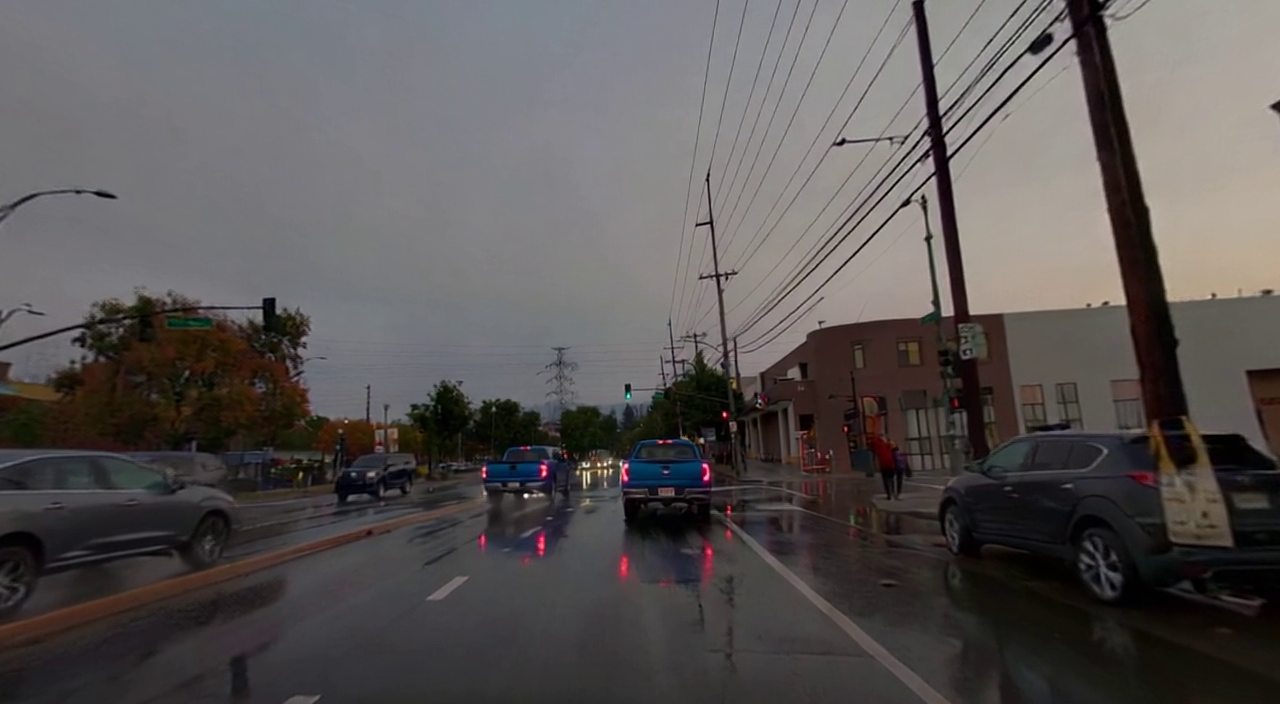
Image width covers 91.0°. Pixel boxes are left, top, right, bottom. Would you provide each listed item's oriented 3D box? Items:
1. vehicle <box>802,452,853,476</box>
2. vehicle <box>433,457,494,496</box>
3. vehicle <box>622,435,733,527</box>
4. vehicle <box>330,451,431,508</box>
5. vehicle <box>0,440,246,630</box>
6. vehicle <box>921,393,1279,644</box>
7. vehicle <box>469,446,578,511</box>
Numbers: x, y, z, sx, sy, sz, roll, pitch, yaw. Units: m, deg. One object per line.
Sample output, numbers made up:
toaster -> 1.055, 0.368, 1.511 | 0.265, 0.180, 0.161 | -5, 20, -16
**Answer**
vehicle -> 13.225, 7.932, 44.671 | 2.075, 1.556, 4.585 | 0, -9, -1
vehicle -> -9.161, 6.493, 33.107 | 1.961, 1.814, 4.418 | 0, -9, -1
vehicle -> 0.942, 2.808, 14.356 | 2.089, 1.699, 4.650 | -1, -9, 6
vehicle -> -10.123, 4.967, 25.125 | 2.081, 1.925, 5.632 | 1, -9, -5
vehicle -> -6.270, 1.639, 6.061 | 1.994, 1.551, 4.414 | 0, -9, 1
vehicle -> 5.053, 1.558, 6.948 | 1.974, 1.823, 4.576 | 0, -9, 3
vehicle -> -3.075, 3.451, 17.725 | 1.995, 1.554, 4.618 | 0, -9, 2
